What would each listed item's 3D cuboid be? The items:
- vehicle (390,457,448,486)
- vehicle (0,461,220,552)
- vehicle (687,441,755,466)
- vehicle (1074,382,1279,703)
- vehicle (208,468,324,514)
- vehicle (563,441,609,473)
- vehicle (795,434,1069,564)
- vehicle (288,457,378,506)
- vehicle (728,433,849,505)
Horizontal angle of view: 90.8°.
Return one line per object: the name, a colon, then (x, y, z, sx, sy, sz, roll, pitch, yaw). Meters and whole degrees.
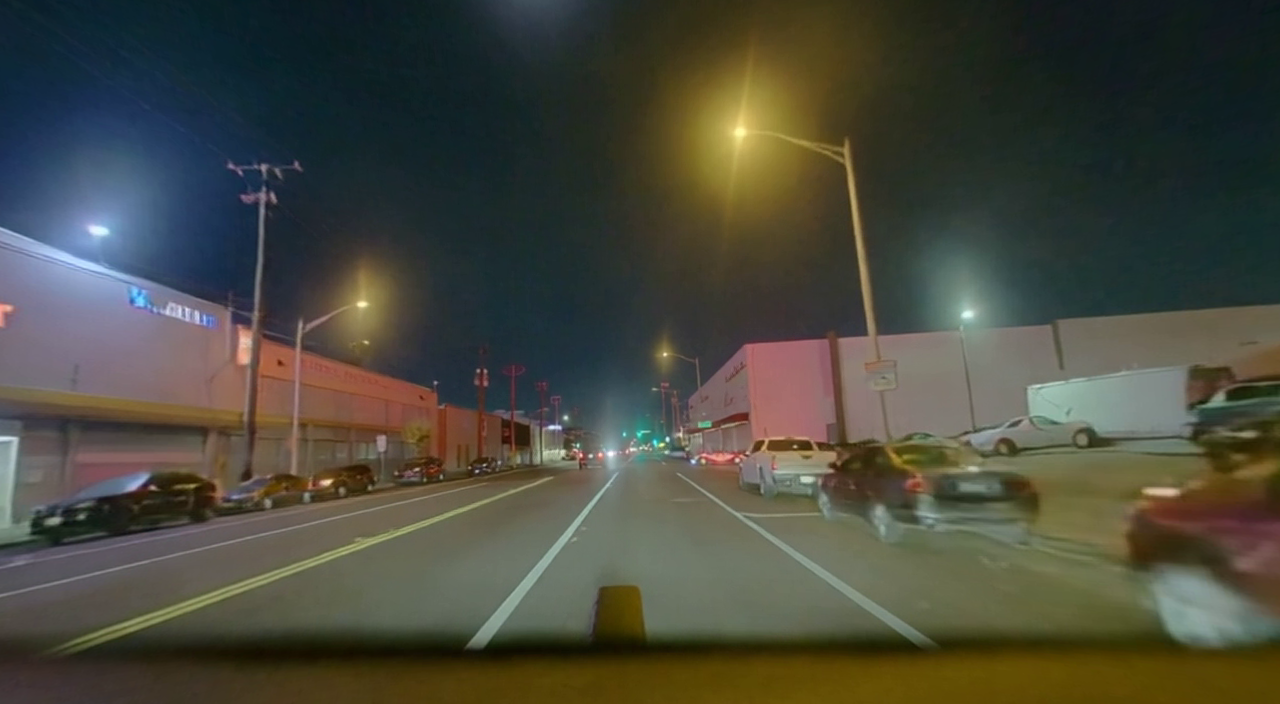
vehicle: (-15.223, 8.231, 43.896, 1.966, 1.760, 5.423, -1, -8, 1)
vehicle: (-15.307, 4.385, 18.658, 2.124, 1.835, 5.450, -6, -7, 0)
vehicle: (5.519, 6.945, 43.251, 4.474, 1.632, 2.234, -1, -9, 5)
vehicle: (3.952, 0.815, 2.107, 2.149, 1.563, 3.880, 0, -9, -2)
vehicle: (-15.159, 5.631, 25.923, 2.049, 1.496, 4.338, -1, -8, 1)
vehicle: (-3.232, 6.465, 39.180, 2.348, 1.831, 4.737, 0, -9, 1)
vehicle: (3.899, 2.028, 9.533, 1.862, 1.451, 4.544, 0, -9, -1)
vehicle: (-15.156, 6.366, 31.494, 2.081, 1.791, 4.799, -6, -7, -1)
vehicle: (3.838, 3.140, 17.496, 2.048, 1.658, 5.559, 0, -9, 0)
